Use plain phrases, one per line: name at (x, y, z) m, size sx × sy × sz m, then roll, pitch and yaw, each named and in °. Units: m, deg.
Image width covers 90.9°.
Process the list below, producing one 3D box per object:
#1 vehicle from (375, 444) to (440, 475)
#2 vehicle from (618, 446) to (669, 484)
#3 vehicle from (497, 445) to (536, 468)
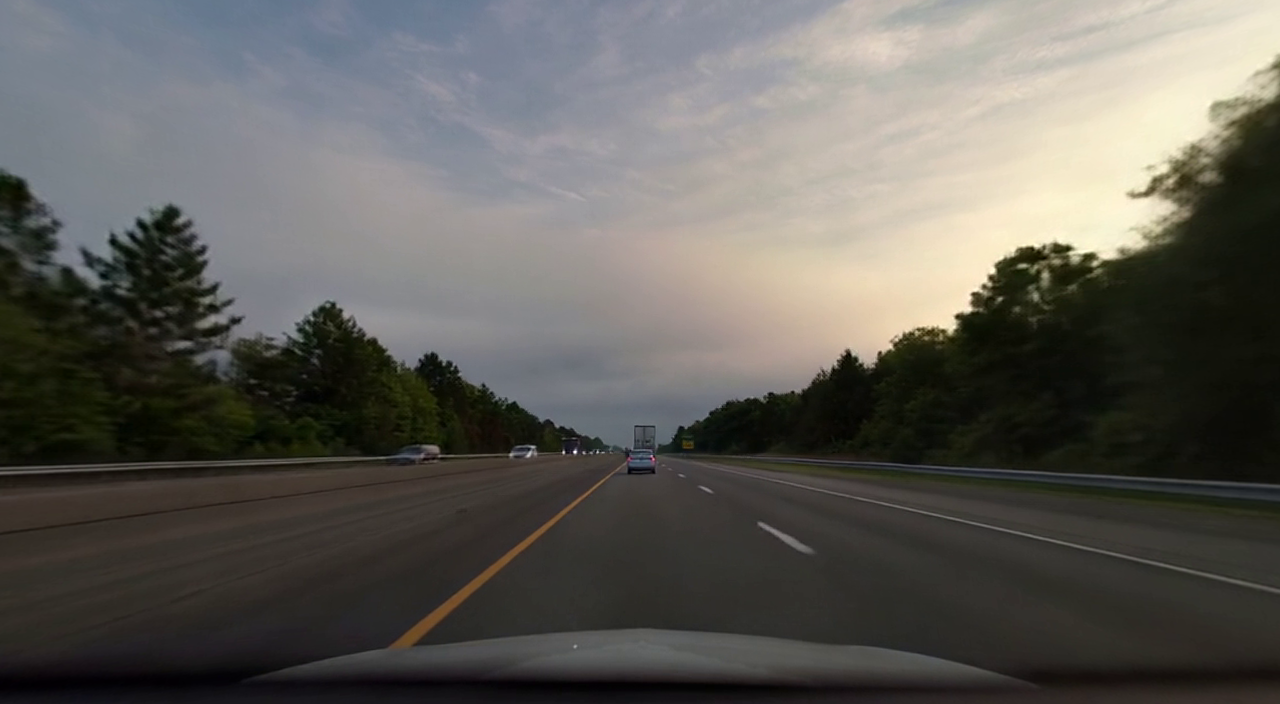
vehicle at (-13.109, 6.066, 35.802) m, size 2.004 × 1.649 × 4.435 m, roll 0°, pitch -9°, yaw 0°
vehicle at (0.101, 4.982, 28.073) m, size 2.114 × 1.523 × 4.012 m, roll 0°, pitch -9°, yaw -1°
vehicle at (-9.201, 7.844, 47.463) m, size 2.061 × 1.622 × 4.452 m, roll 0°, pitch -9°, yaw 0°
